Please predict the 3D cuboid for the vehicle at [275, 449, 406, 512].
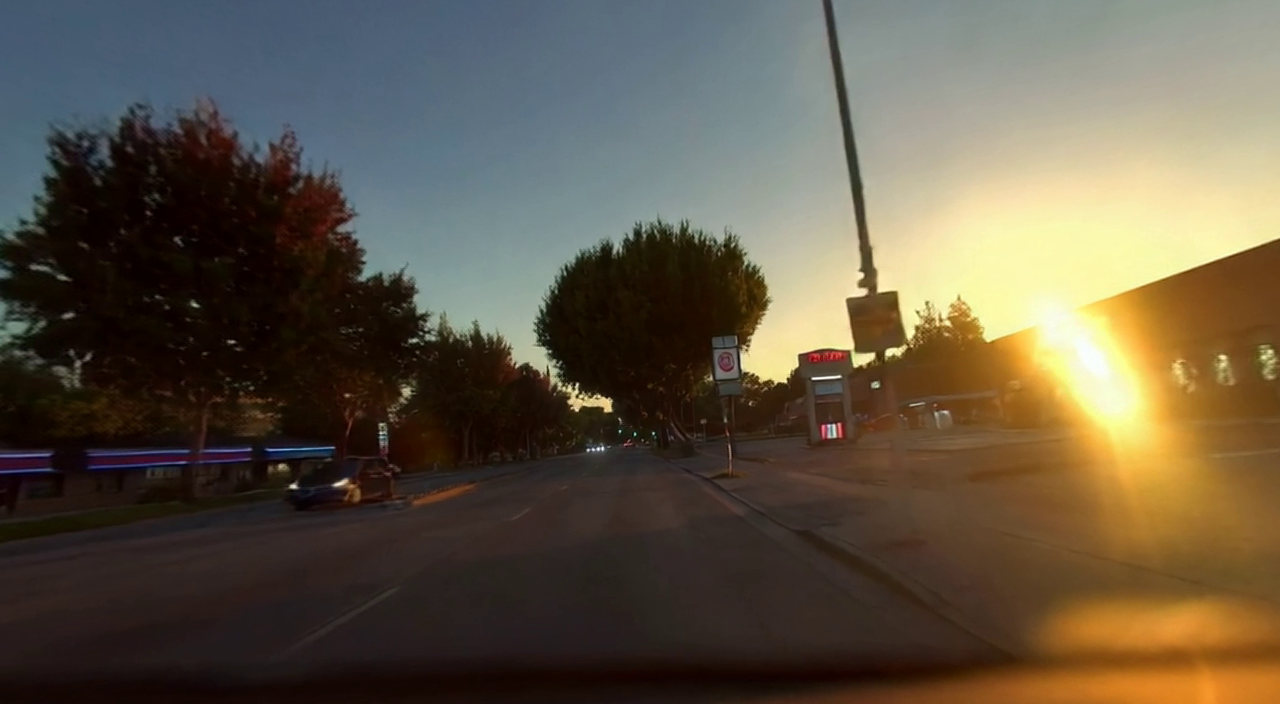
[{"bbox_3d":[-9.170,3.921,19.839,2.050,1.721,4.369,0,-8,-1],"label":"vehicle"}]
